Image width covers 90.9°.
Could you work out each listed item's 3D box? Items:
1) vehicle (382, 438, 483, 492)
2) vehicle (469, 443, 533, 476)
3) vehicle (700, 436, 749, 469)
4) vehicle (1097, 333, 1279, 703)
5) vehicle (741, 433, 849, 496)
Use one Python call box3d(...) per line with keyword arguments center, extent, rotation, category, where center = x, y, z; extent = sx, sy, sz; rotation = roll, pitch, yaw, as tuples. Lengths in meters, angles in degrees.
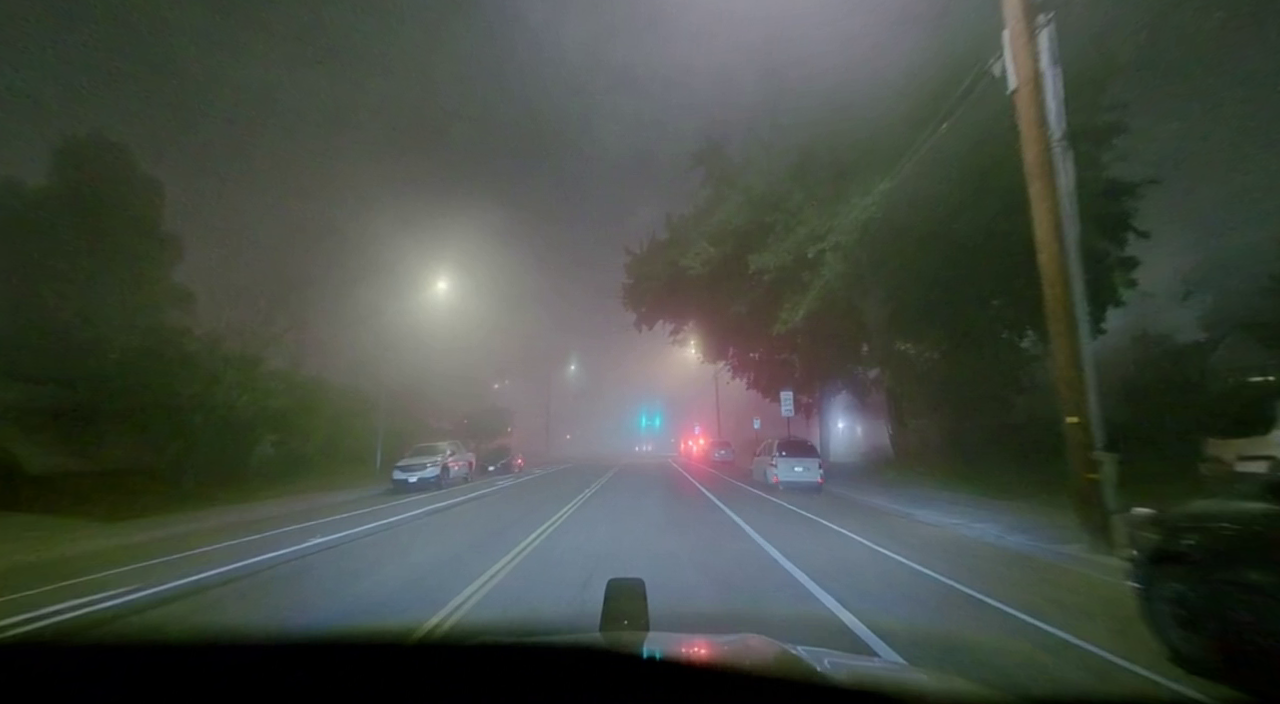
box3d(center=(-7.258, 3.956, 22.537), extent=(1.985, 1.714, 4.395), rotation=(-1, -8, 2), category="vehicle")
box3d(center=(-6.856, 5.327, 31.549), extent=(2.041, 1.489, 4.439), rotation=(-1, -8, 2), category="vehicle")
box3d(center=(5.013, 6.066, 38.253), extent=(2.279, 1.829, 4.859), rotation=(0, -8, 0), category="vehicle")
box3d(center=(4.549, 0.702, 1.879), extent=(2.355, 2.013, 5.291), rotation=(0, -8, 0), category="vehicle")
box3d(center=(4.666, 3.476, 19.878), extent=(2.118, 1.701, 5.067), rotation=(0, -8, 0), category="vehicle")
